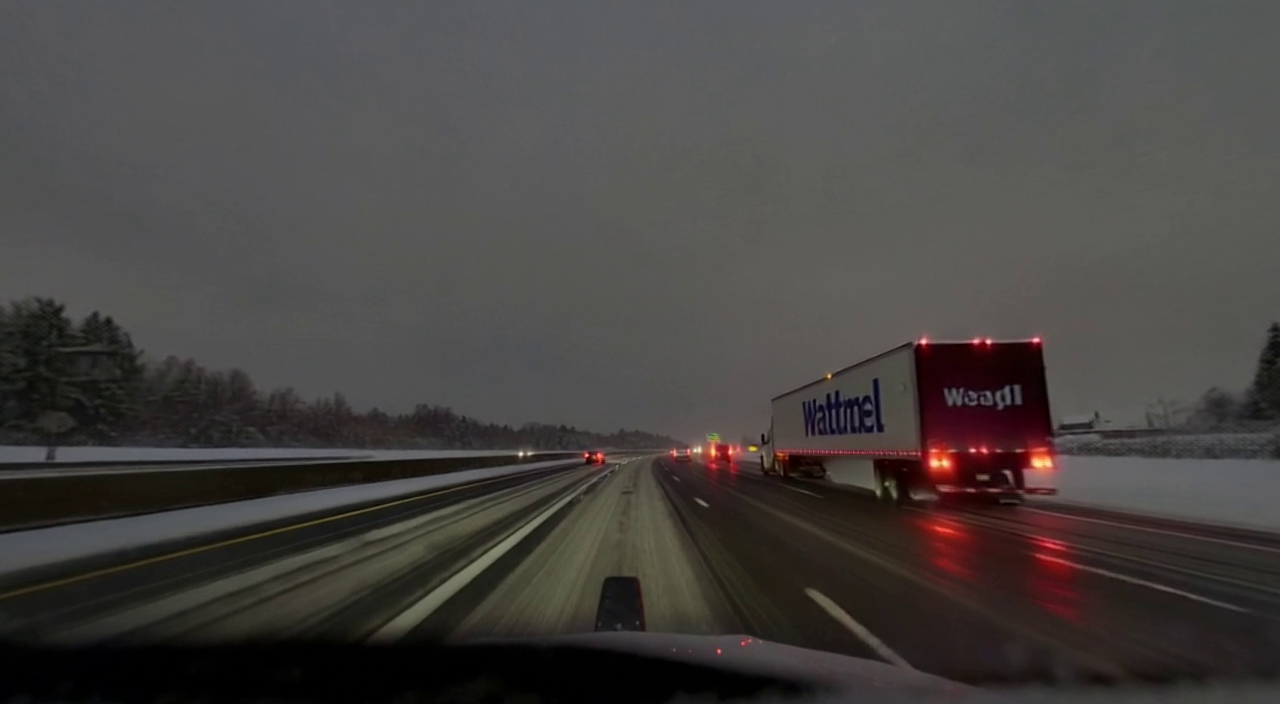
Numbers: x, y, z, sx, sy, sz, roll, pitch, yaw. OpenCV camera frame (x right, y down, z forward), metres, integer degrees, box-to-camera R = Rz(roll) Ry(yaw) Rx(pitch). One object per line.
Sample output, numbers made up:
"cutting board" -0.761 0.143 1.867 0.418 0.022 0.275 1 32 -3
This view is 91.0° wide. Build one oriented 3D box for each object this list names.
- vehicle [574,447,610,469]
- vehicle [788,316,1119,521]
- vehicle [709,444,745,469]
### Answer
"vehicle" -3.369 7.589 45.251 2.164 1.507 4.748 0 -9 1
"vehicle" 8.109 2.474 20.505 2.912 4.143 15.538 0 -9 0
"vehicle" 6.411 7.738 46.896 2.188 1.727 4.381 0 -9 2
